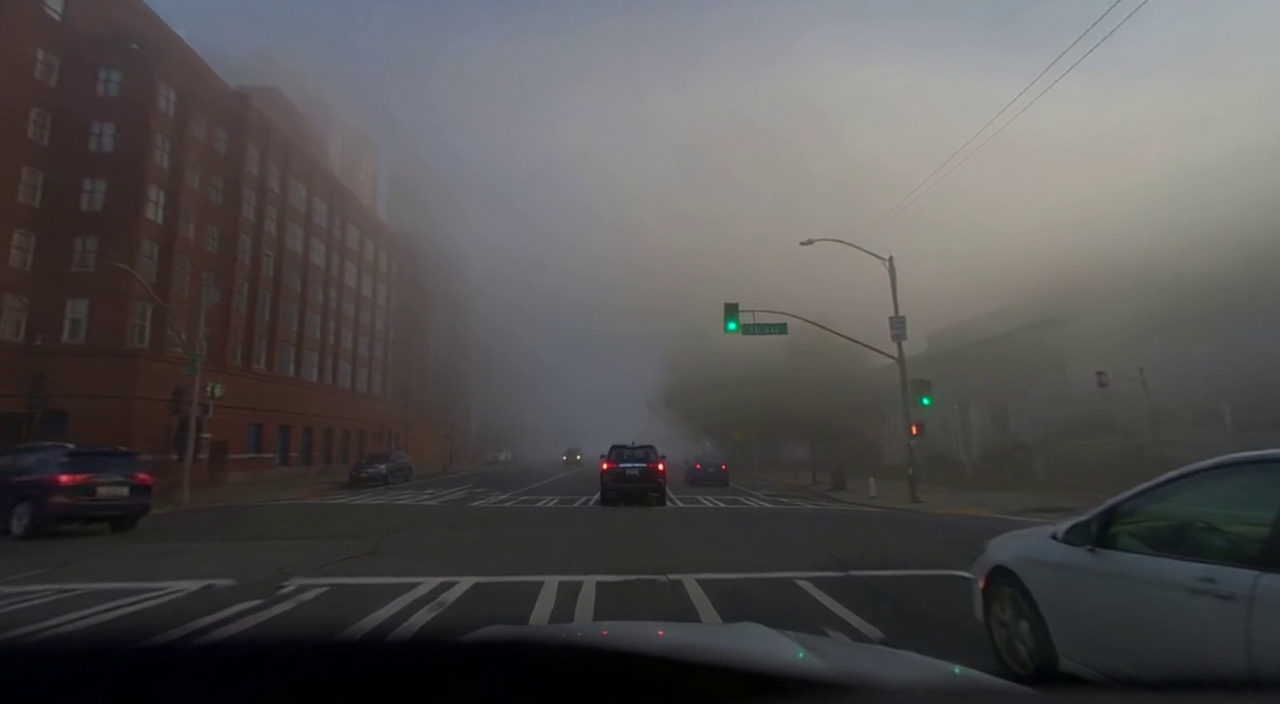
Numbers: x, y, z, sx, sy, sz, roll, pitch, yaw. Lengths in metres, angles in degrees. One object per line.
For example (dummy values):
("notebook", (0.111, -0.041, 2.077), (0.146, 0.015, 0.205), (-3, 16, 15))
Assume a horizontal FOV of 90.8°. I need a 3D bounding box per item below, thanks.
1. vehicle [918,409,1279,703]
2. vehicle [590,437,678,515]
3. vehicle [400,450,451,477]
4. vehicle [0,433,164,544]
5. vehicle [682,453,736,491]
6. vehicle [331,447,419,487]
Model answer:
("vehicle", (3.250, 1.029, 2.681), (2.026, 1.499, 4.662), (0, -9, 0))
("vehicle", (-0.186, 3.336, 17.548), (2.105, 1.842, 4.537), (0, -9, -1))
("vehicle", (-14.266, 7.385, 42.232), (1.891, 1.659, 4.360), (0, -9, 0))
("vehicle", (-11.614, 2.527, 12.273), (4.244, 1.812, 1.855), (-4, -10, 25))
("vehicle", (2.911, 5.164, 27.531), (1.852, 1.462, 4.155), (0, -9, -1))
("vehicle", (-14.243, 6.169, 34.377), (2.191, 2.011, 5.556), (0, -9, 2))
